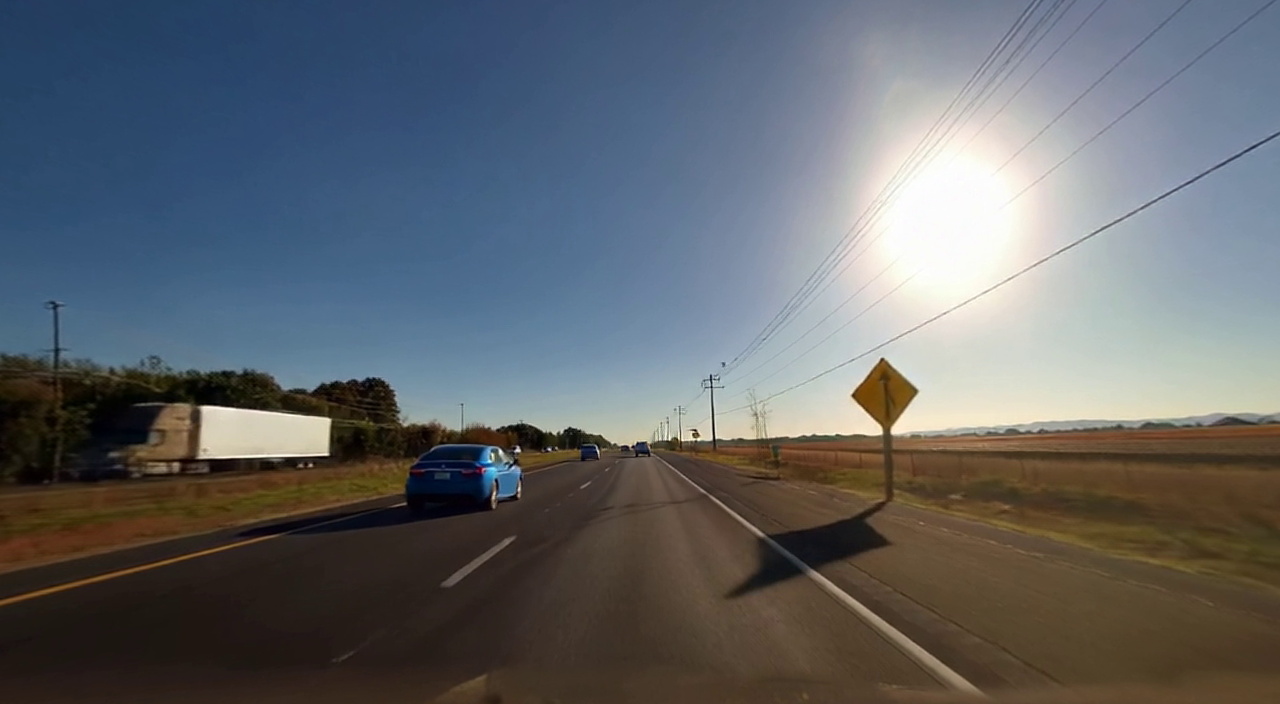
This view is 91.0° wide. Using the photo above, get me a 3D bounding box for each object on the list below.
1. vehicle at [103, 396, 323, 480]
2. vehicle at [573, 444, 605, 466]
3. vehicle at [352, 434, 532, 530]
[{"bbox_3d":[-25.014,5.437,38.890,2.908,4.075,15.445,0,-9,0],"label":"vehicle"},{"bbox_3d":[-3.718,7.584,46.348,1.953,1.517,4.407,-1,-9,0],"label":"vehicle"},{"bbox_3d":[-3.783,2.573,13.125,2.120,1.597,4.810,-1,-9,1],"label":"vehicle"}]
